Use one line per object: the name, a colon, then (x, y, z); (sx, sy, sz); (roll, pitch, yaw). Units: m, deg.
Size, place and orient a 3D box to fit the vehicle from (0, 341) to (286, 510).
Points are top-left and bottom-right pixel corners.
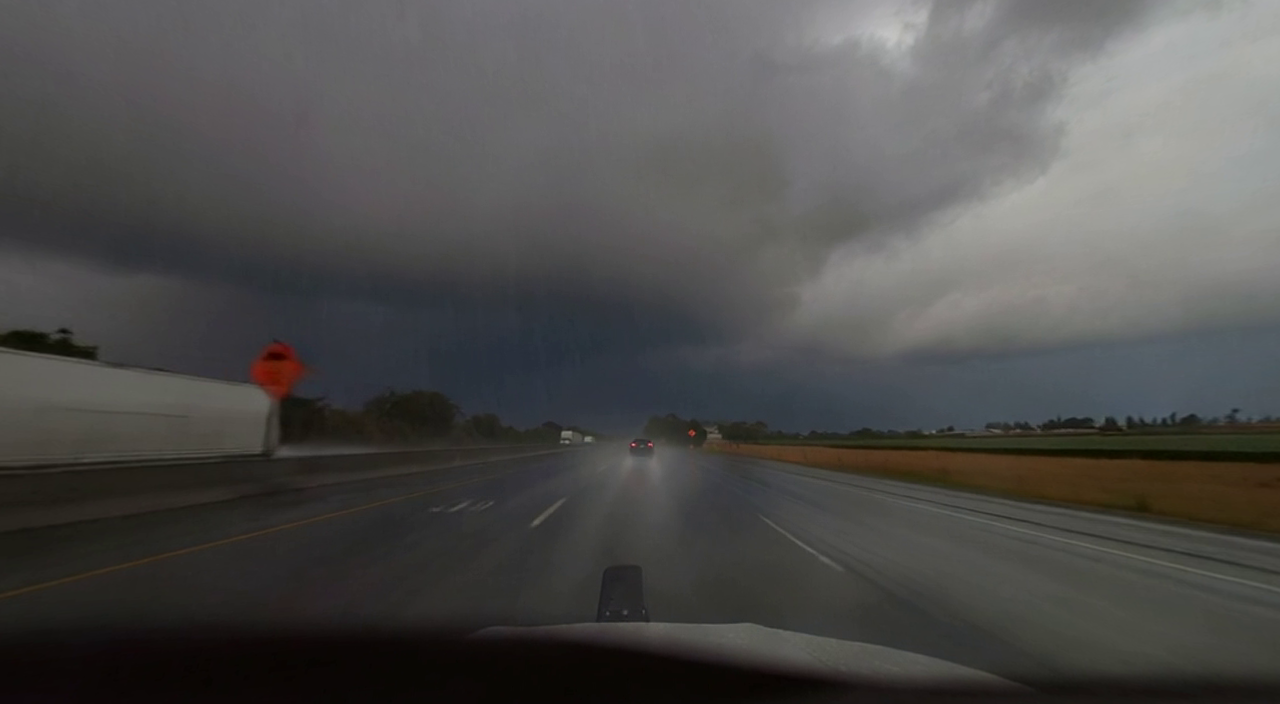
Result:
vehicle: (-16.429, 2.360, 18.986); (2.947, 3.905, 14.614); (0, -8, 0)
